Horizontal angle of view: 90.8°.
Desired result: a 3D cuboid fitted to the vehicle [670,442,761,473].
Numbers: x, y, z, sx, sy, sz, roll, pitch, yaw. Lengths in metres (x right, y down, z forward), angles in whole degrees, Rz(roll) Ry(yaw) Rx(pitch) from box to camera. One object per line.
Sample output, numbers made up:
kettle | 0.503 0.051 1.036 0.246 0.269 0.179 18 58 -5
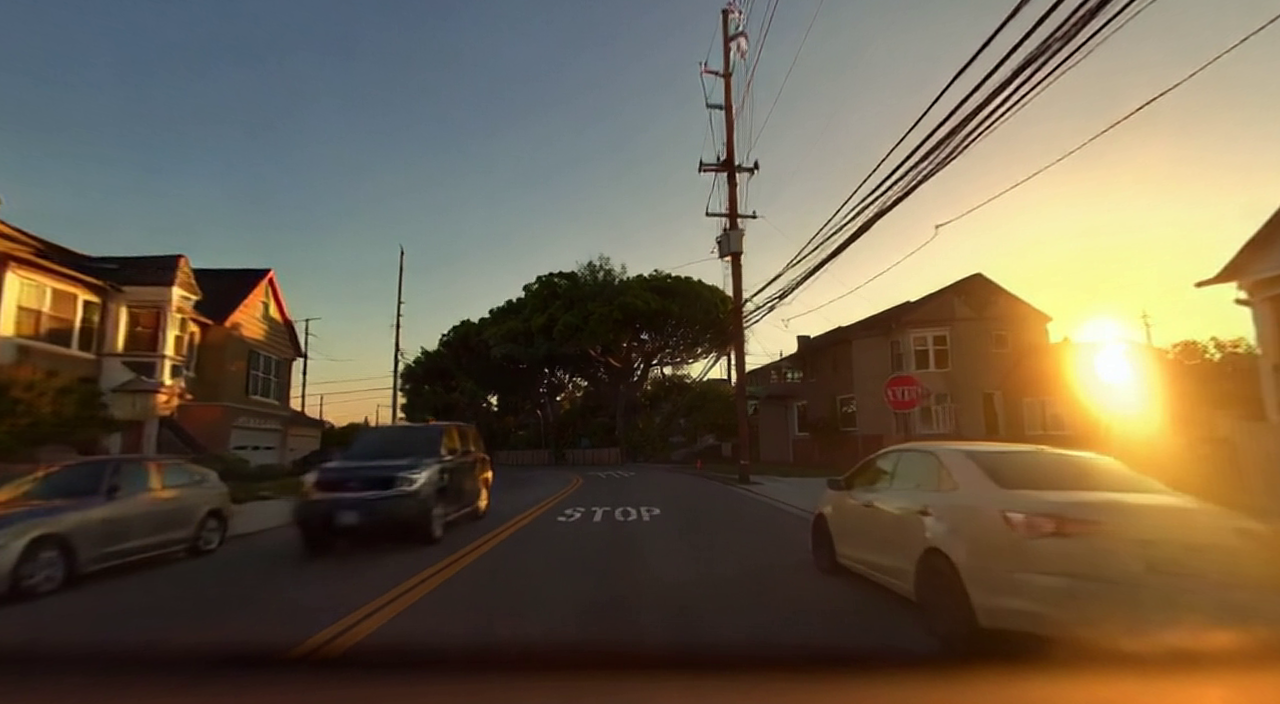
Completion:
vehicle | 5.027 7.069 42.322 5.578 1.842 2.300 4 -10 -12

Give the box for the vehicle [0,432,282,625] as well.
vehicle | -6.841 1.900 7.718 2.156 1.728 4.619 -2 -8 2

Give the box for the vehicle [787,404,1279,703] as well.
vehicle | 2.729 1.325 4.961 2.080 1.531 4.415 0 -9 0

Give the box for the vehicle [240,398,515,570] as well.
vehicle | -3.488 1.858 9.636 2.277 1.970 4.512 0 -9 -1
